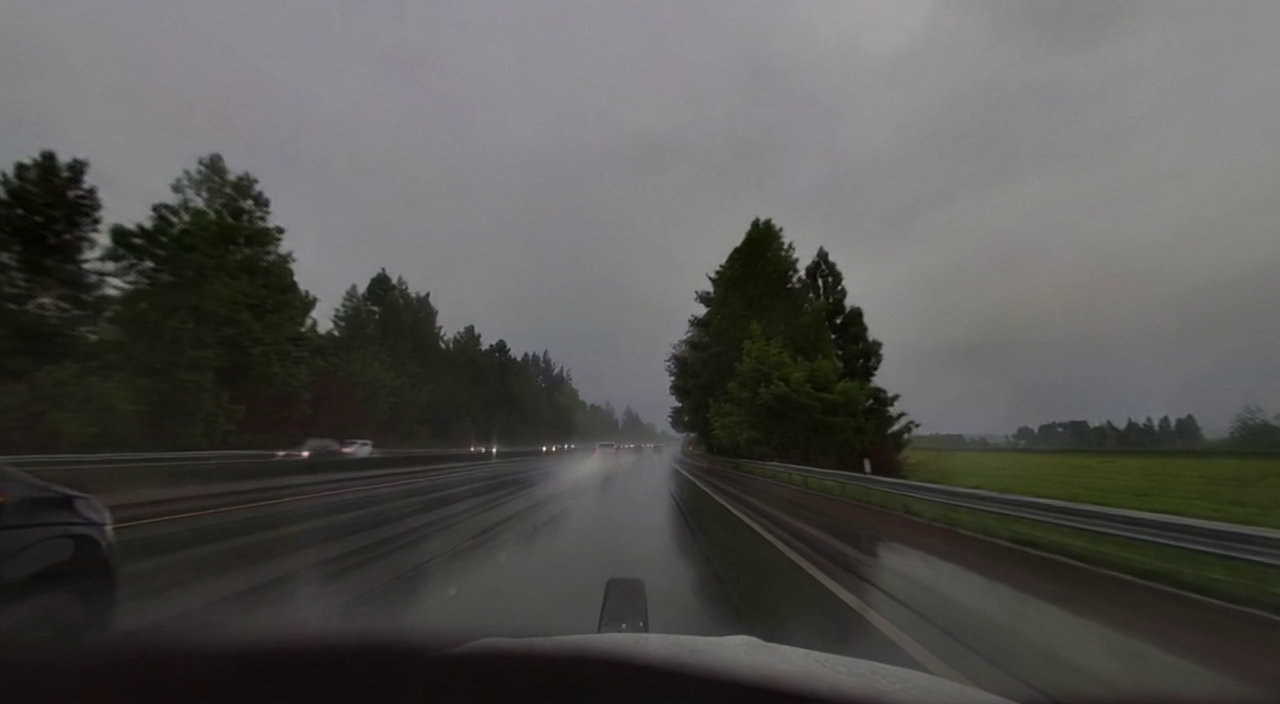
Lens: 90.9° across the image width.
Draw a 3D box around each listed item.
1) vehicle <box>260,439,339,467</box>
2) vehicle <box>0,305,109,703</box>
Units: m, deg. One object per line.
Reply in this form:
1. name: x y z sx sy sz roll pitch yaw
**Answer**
1. vehicle: -21.010 6.222 39.184 1.972 1.625 4.971 0 -8 2
2. vehicle: -4.131 0.422 0.345 2.316 1.970 5.966 0 -8 2
